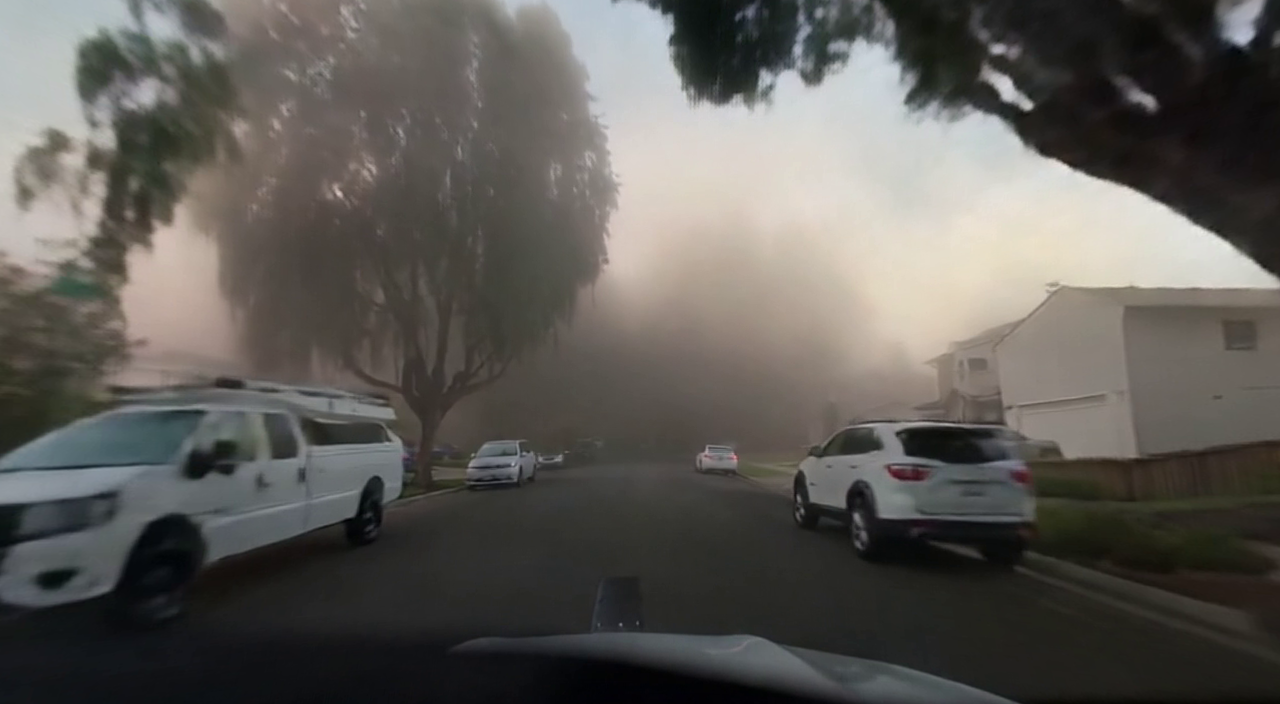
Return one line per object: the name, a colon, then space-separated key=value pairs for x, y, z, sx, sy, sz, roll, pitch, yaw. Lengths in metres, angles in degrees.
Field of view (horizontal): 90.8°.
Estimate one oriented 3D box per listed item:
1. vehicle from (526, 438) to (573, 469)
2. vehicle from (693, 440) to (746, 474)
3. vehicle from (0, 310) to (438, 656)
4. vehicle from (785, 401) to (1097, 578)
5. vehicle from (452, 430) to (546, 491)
vehicle: x=-5.042 y=5.706 z=35.769 sx=1.887 sy=1.660 sz=4.312 roll=0 pitch=-8 yaw=1
vehicle: x=3.668 y=4.912 z=29.864 sx=1.945 sy=1.495 sz=3.983 roll=0 pitch=-8 yaw=0
vehicle: x=-4.779 y=1.300 z=7.789 sx=2.476 sy=2.434 sz=6.543 roll=-1 pitch=-7 yaw=0
vehicle: x=3.578 y=1.718 z=8.673 sx=2.082 sy=1.790 sz=4.330 roll=0 pitch=-8 yaw=-1
vehicle: x=-4.743 y=3.660 z=22.076 sx=2.140 sy=1.815 sz=4.926 roll=0 pitch=-7 yaw=0
